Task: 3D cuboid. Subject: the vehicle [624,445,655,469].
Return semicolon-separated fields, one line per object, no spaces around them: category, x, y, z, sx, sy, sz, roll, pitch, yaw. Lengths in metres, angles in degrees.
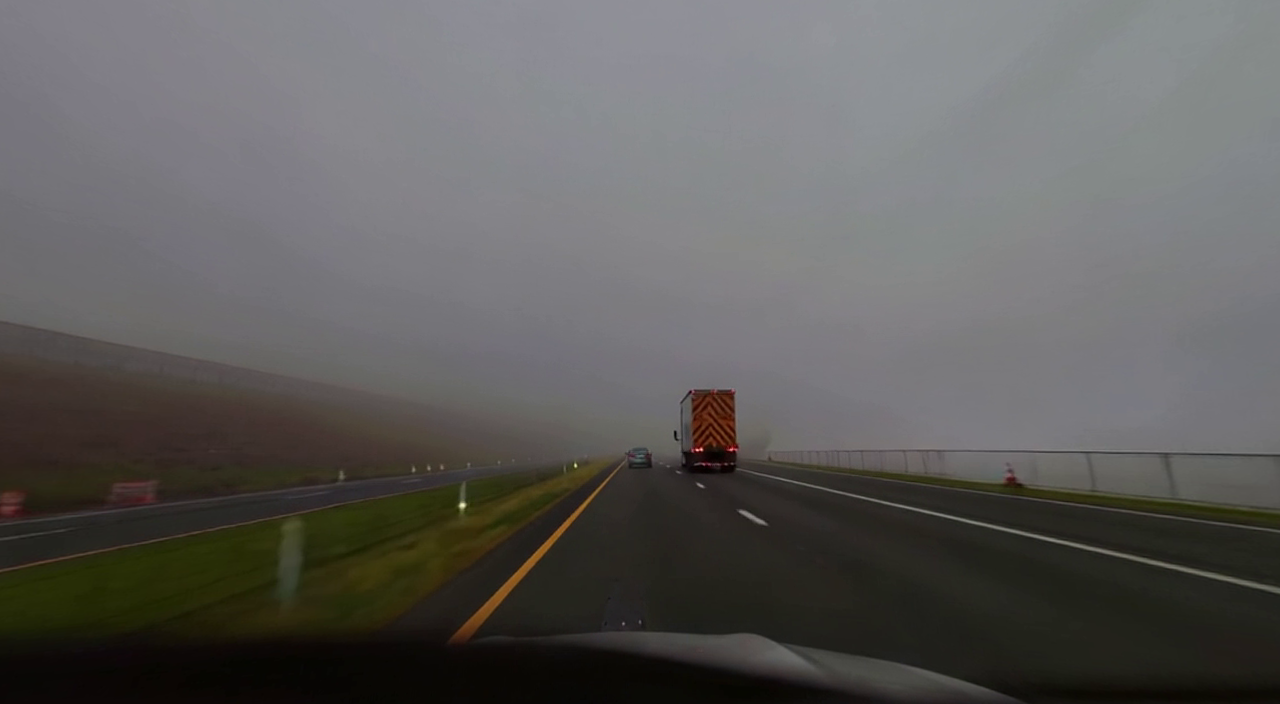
vehicle;-0.042;7.193;43.303;2.065;1.573;3.734;0;-9;0

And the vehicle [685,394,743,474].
vehicle;4.200;4.882;37.034;2.704;4.310;5.716;0;-9;0
